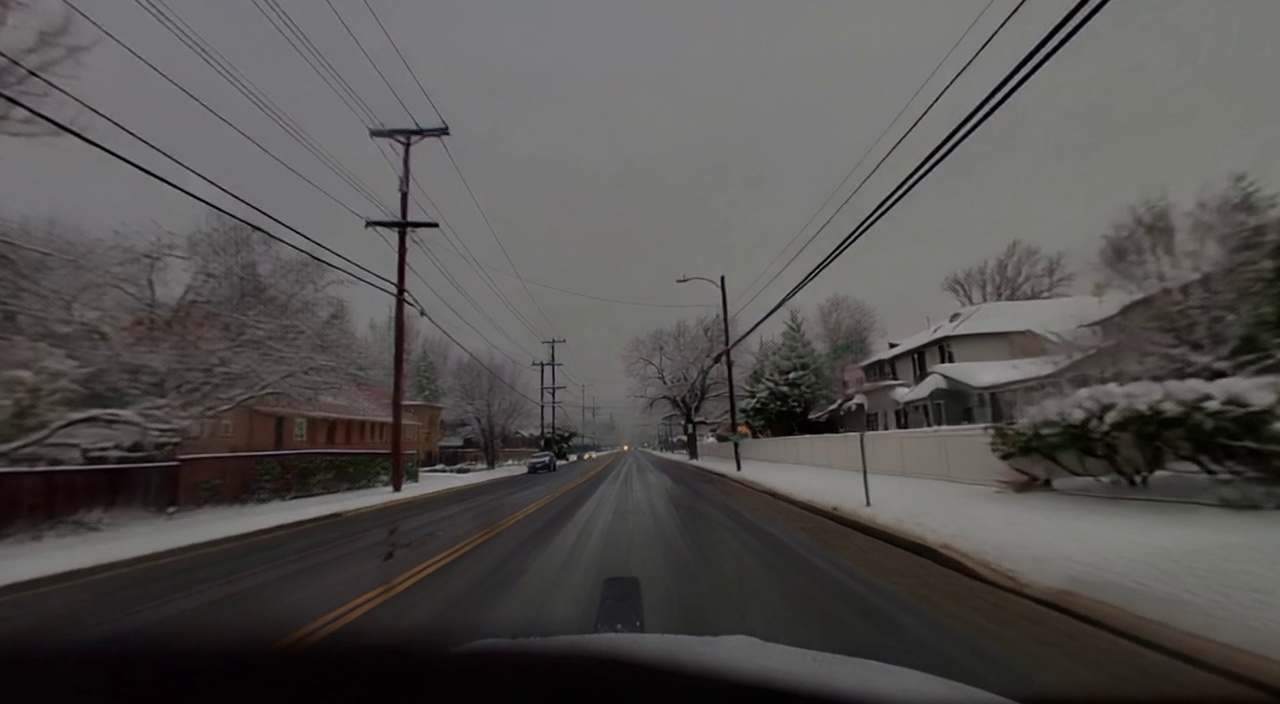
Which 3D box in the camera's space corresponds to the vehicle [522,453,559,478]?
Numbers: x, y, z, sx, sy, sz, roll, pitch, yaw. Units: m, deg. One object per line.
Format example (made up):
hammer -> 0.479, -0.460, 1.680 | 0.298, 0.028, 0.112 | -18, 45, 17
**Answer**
vehicle -> -7.260, 8.331, 46.605 | 1.869, 1.442, 4.344 | -9, -8, -1
